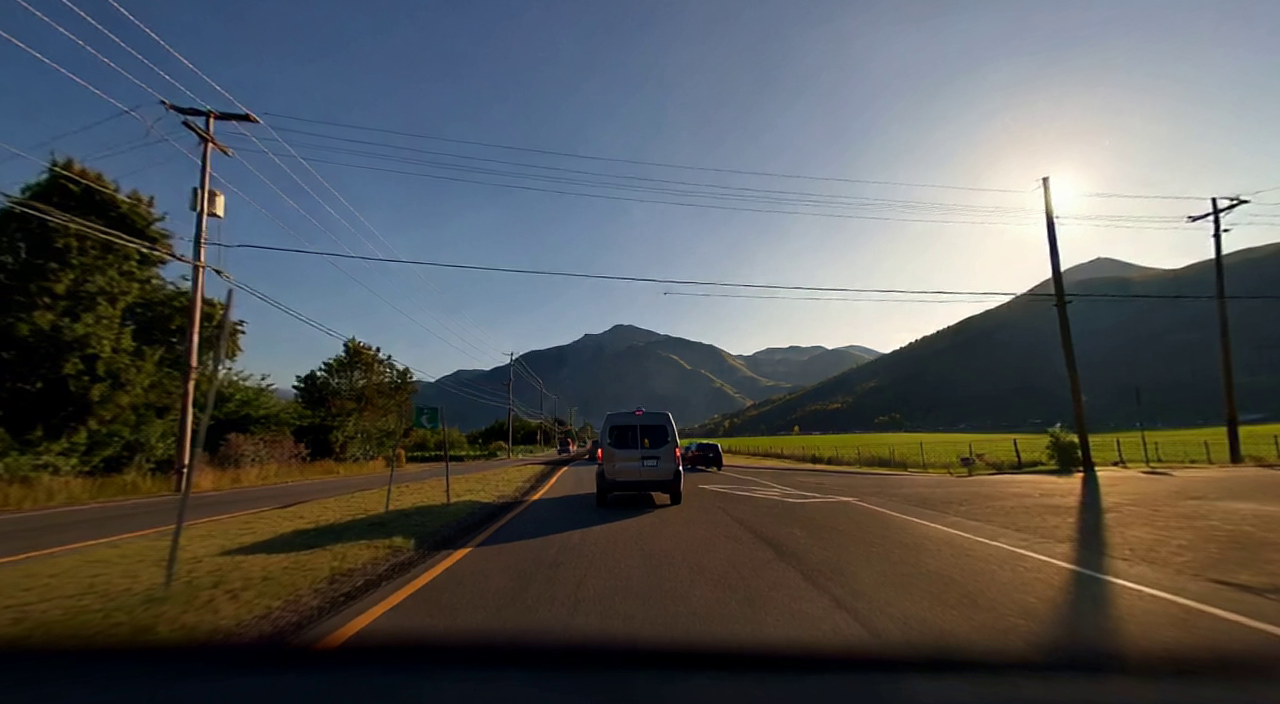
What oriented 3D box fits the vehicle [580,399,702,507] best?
[{"bbox_3d":[-0.060,2.368,15.006,2.454,2.144,4.535,0,-8,-2],"label":"vehicle"}]
